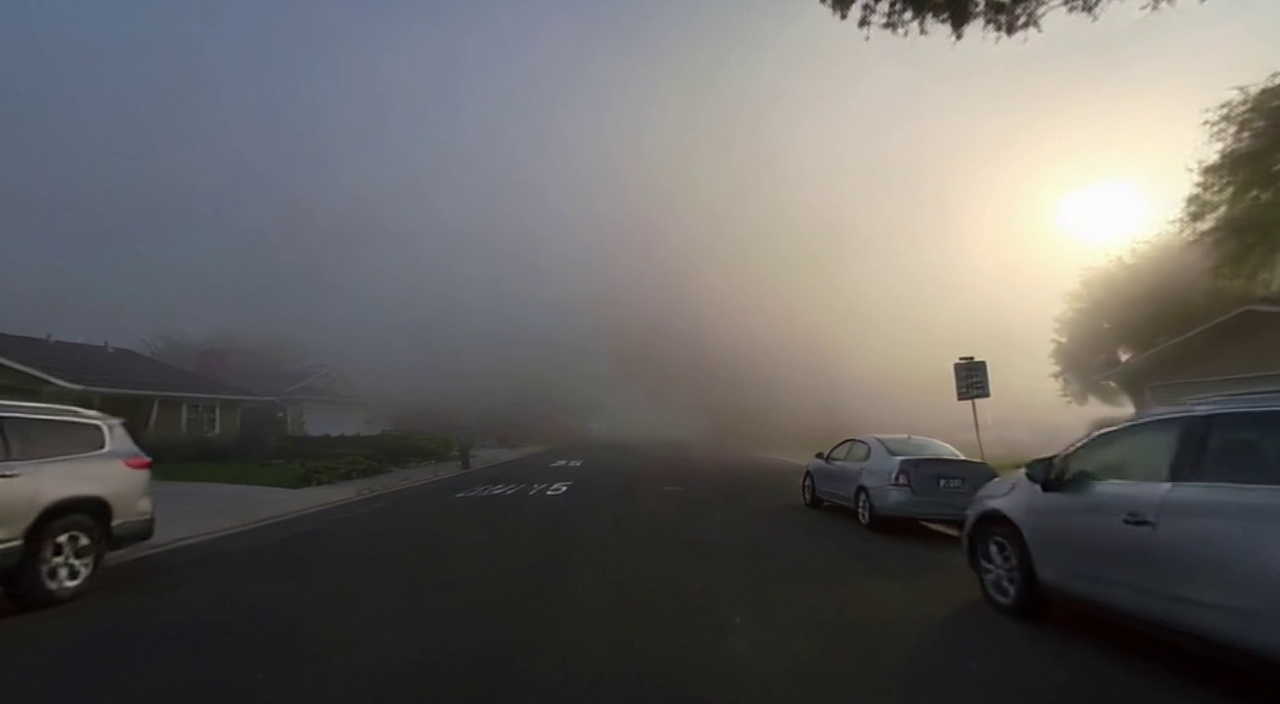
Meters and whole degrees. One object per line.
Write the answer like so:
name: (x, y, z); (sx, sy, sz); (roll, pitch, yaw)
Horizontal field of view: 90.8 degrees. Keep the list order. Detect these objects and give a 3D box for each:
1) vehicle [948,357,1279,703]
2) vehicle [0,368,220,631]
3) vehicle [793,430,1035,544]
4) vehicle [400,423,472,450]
vehicle: (3.789, 0.965, 3.303); (2.033, 1.730, 4.554); (0, -8, 0)
vehicle: (-5.932, 1.062, 4.299); (2.322, 1.949, 5.695); (-1, -8, -1)
vehicle: (4.063, 2.032, 10.394); (1.952, 1.442, 4.529); (0, -7, 0)
vehicle: (-13.023, 5.428, 40.552); (3.921, 1.629, 1.832); (0, -9, 3)
